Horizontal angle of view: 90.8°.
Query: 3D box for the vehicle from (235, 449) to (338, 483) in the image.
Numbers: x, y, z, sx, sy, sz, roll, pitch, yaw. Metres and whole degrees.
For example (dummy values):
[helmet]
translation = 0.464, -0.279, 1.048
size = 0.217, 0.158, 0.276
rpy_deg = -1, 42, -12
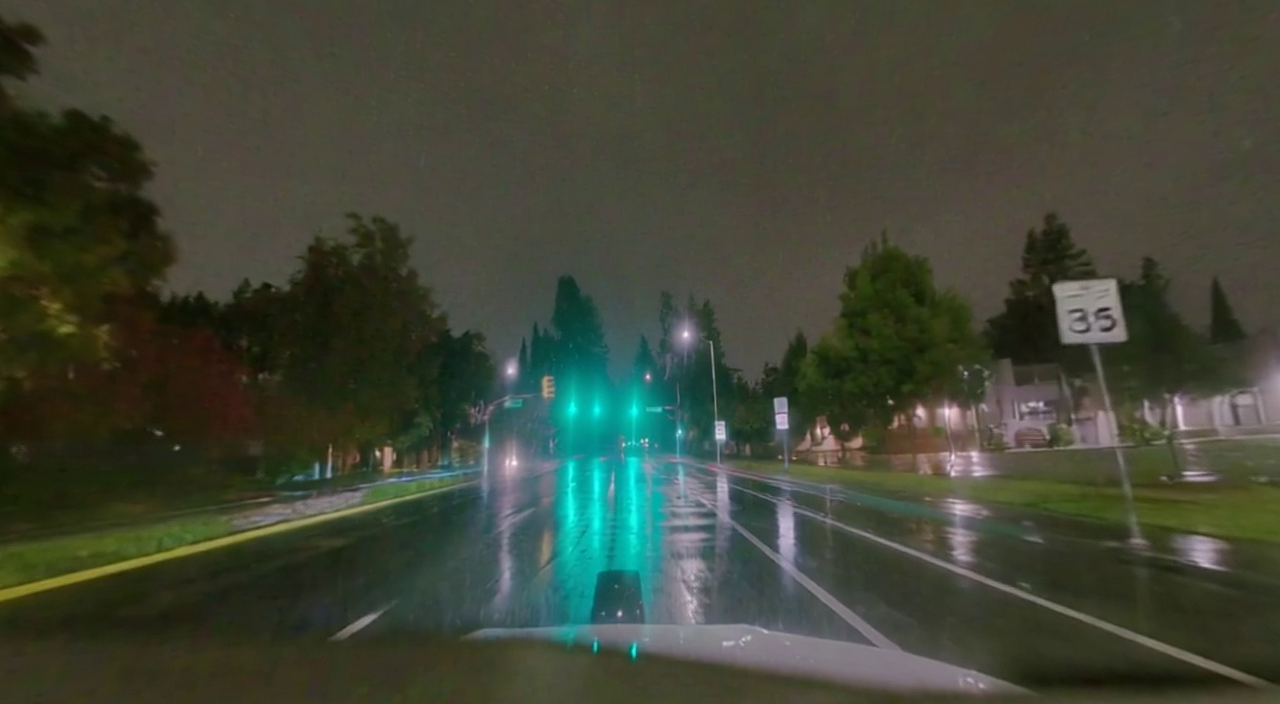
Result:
[vehicle]
translation = -20.911, 6.758, 37.562
size = 4.849, 1.899, 2.063
rpy_deg = 1, -9, -5
